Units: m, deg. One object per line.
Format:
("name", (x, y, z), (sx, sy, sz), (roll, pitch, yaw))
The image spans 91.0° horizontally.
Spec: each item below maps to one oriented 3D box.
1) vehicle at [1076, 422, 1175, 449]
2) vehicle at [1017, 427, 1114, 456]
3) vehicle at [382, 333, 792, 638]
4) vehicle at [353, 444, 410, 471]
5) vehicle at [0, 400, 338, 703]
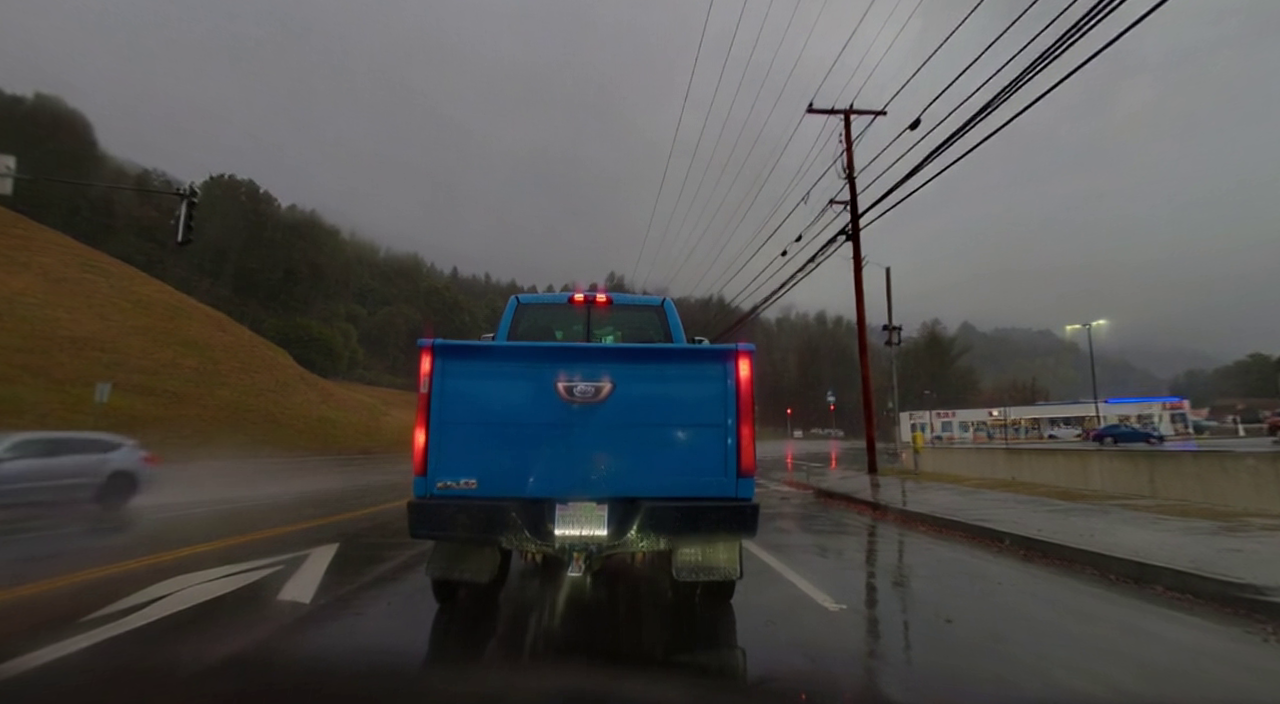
("vehicle", (33.509, 5.813, 43.557), (2.012, 1.757, 5.021), (7, -11, -39))
("vehicle", (25.562, 5.398, 37.938), (4.419, 1.496, 1.854), (-2, -9, 1))
("vehicle", (-0.422, 1.325, 7.216), (2.859, 2.144, 5.406), (0, -9, -1))
("vehicle", (-17.121, 7.014, 41.920), (2.133, 1.690, 4.331), (0, -9, -3))
("vehicle", (-3.959, 1.190, 3.988), (2.017, 1.555, 4.150), (-1, -9, 0))
